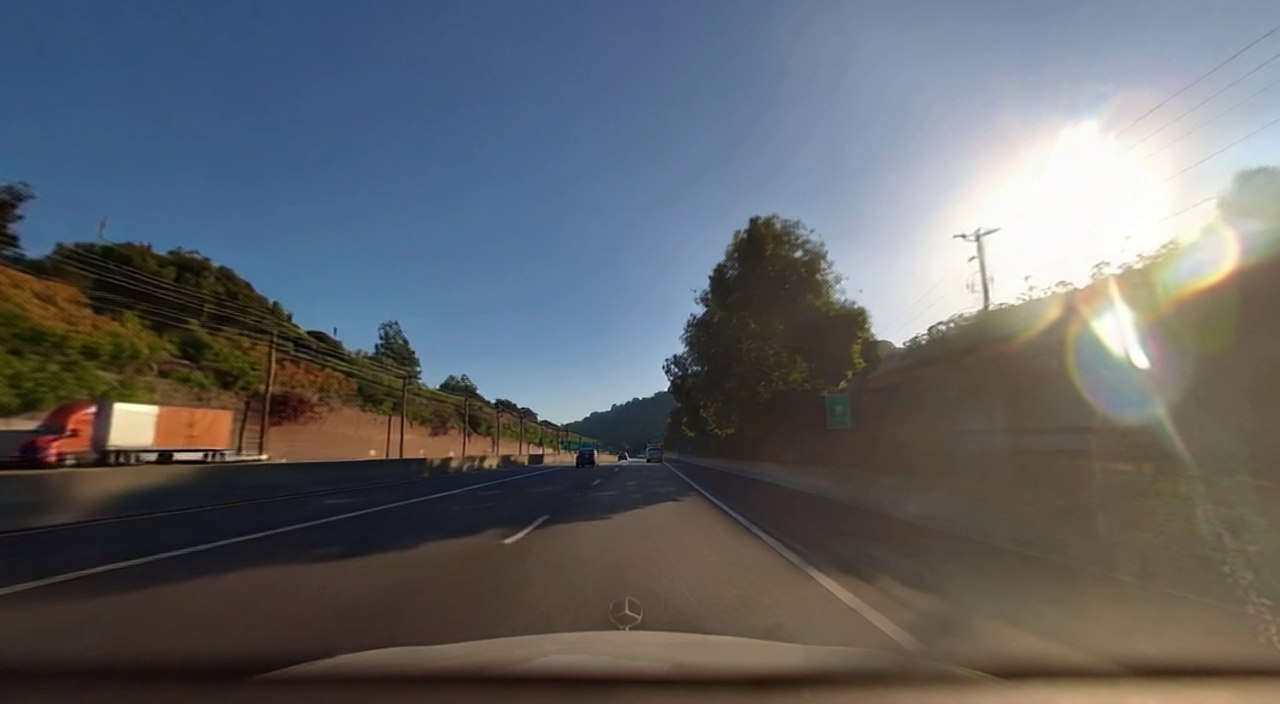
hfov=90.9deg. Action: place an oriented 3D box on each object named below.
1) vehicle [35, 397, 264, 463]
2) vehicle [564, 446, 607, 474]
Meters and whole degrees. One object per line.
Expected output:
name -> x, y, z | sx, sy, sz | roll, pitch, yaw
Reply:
vehicle -> -33.870, 5.935, 45.529 | 2.917, 3.848, 17.244 | 0, -9, 0
vehicle -> -3.463, 6.977, 41.000 | 2.263, 1.696, 4.321 | 0, -9, 1
